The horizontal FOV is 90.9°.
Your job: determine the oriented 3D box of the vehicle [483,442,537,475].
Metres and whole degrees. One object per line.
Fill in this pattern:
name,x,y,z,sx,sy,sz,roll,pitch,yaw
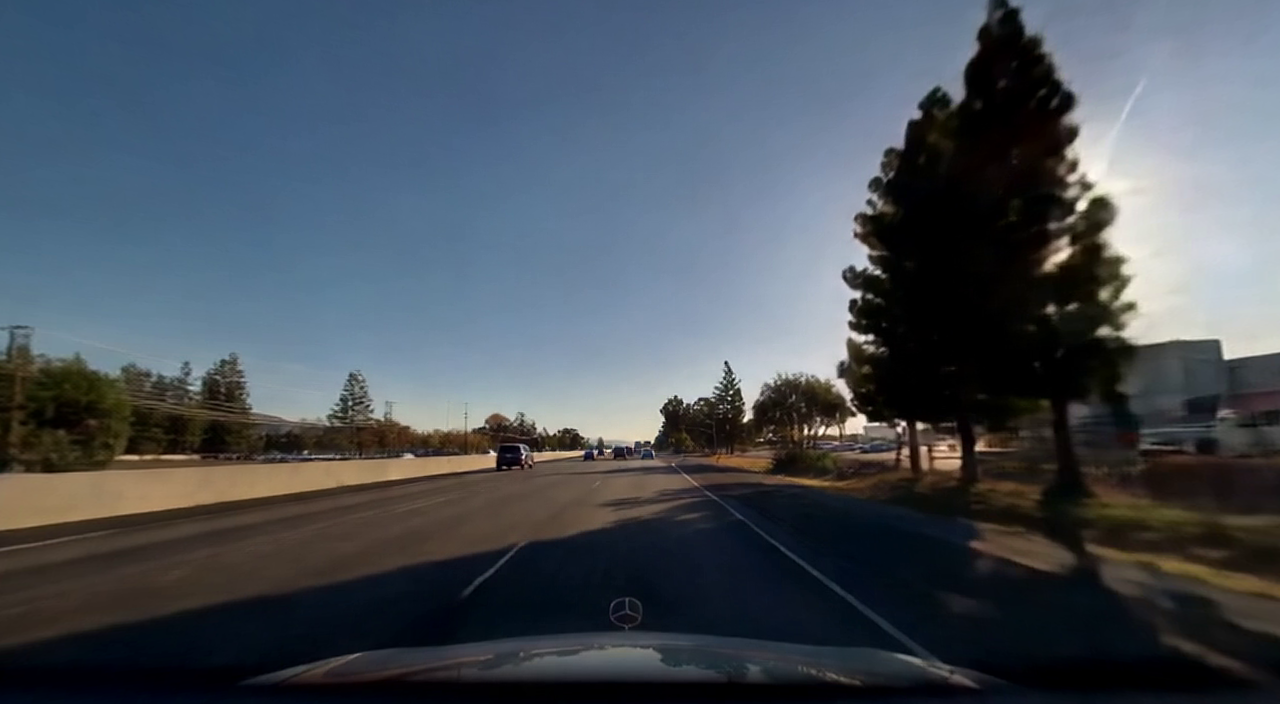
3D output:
vehicle,-7.251,5.963,35.612,2.021,1.699,4.324,0,-8,1
